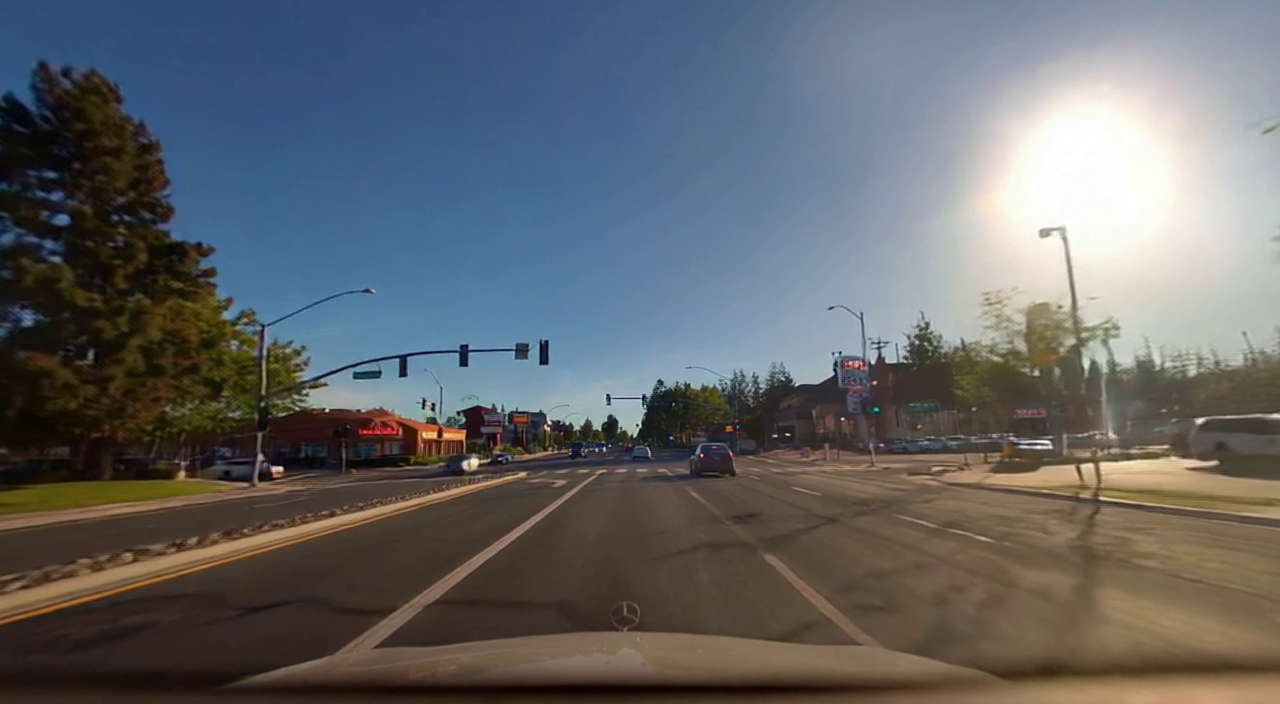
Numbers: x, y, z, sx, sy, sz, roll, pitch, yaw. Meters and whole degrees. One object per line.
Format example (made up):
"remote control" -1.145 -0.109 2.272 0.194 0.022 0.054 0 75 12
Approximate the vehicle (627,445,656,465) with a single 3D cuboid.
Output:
"vehicle" 0.094 7.888 48.556 2.135 1.468 4.076 0 -8 -1

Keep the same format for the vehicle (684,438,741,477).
"vehicle" 3.311 4.924 29.724 2.022 1.643 4.326 0 -8 -2

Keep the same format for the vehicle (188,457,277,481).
"vehicle" -30.680 8.836 47.686 5.007 1.652 2.378 0 -8 -1

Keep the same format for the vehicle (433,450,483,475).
"vehicle" -11.799 7.167 41.344 1.891 1.481 4.533 0 -8 0
